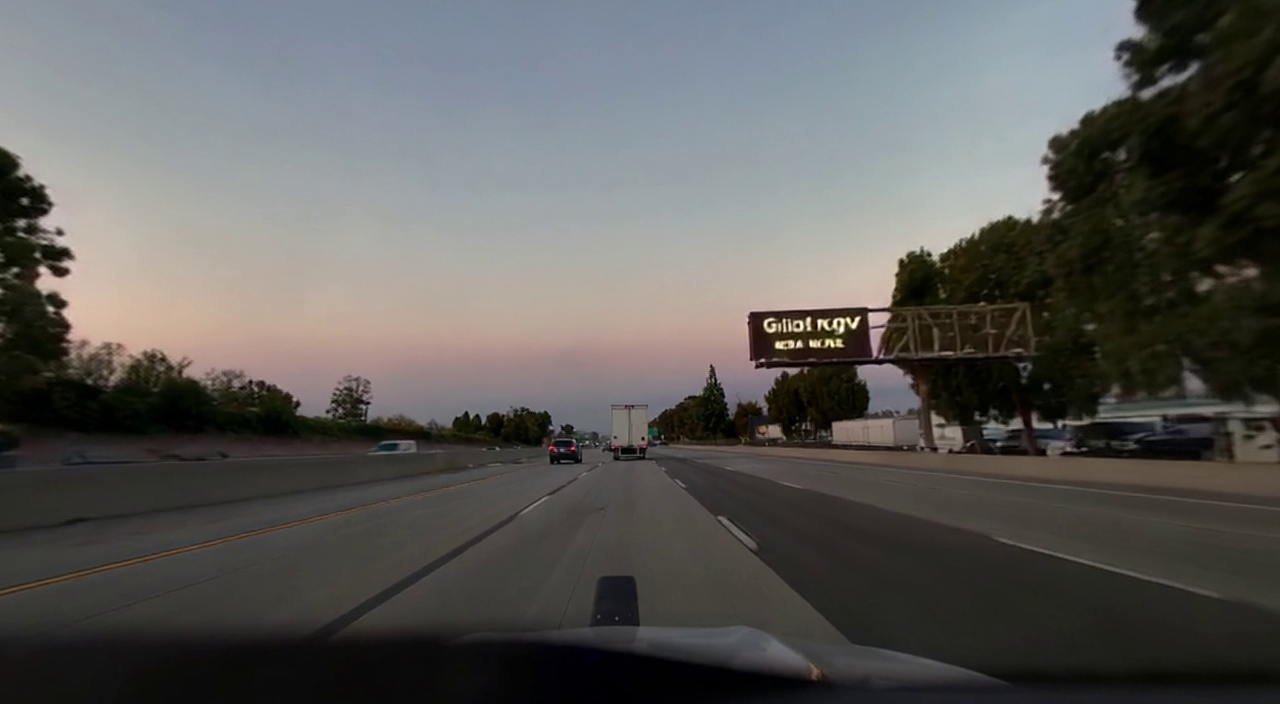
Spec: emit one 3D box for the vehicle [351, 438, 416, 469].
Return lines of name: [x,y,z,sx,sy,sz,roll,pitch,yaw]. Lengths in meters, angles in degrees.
vehicle: [-16.442,6.509,40.850,2.162,1.862,5.326,0,-8,-3]

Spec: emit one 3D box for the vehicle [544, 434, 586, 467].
vehicle: [-4.615,6.155,39.637,2.095,1.930,4.680,0,-8,0]

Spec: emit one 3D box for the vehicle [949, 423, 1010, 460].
vehicle: [26.108,6.896,48.864,2.193,2.640,5.959,-1,-8,9]

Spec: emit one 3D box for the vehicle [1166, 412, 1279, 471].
vehicle: [33.840,5.029,36.102,6.921,3.077,2.698,2,-9,-24]

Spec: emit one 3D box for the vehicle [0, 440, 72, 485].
vehicle: [-45.763,7.855,45.212,2.684,3.094,7.583,-1,-8,5]
